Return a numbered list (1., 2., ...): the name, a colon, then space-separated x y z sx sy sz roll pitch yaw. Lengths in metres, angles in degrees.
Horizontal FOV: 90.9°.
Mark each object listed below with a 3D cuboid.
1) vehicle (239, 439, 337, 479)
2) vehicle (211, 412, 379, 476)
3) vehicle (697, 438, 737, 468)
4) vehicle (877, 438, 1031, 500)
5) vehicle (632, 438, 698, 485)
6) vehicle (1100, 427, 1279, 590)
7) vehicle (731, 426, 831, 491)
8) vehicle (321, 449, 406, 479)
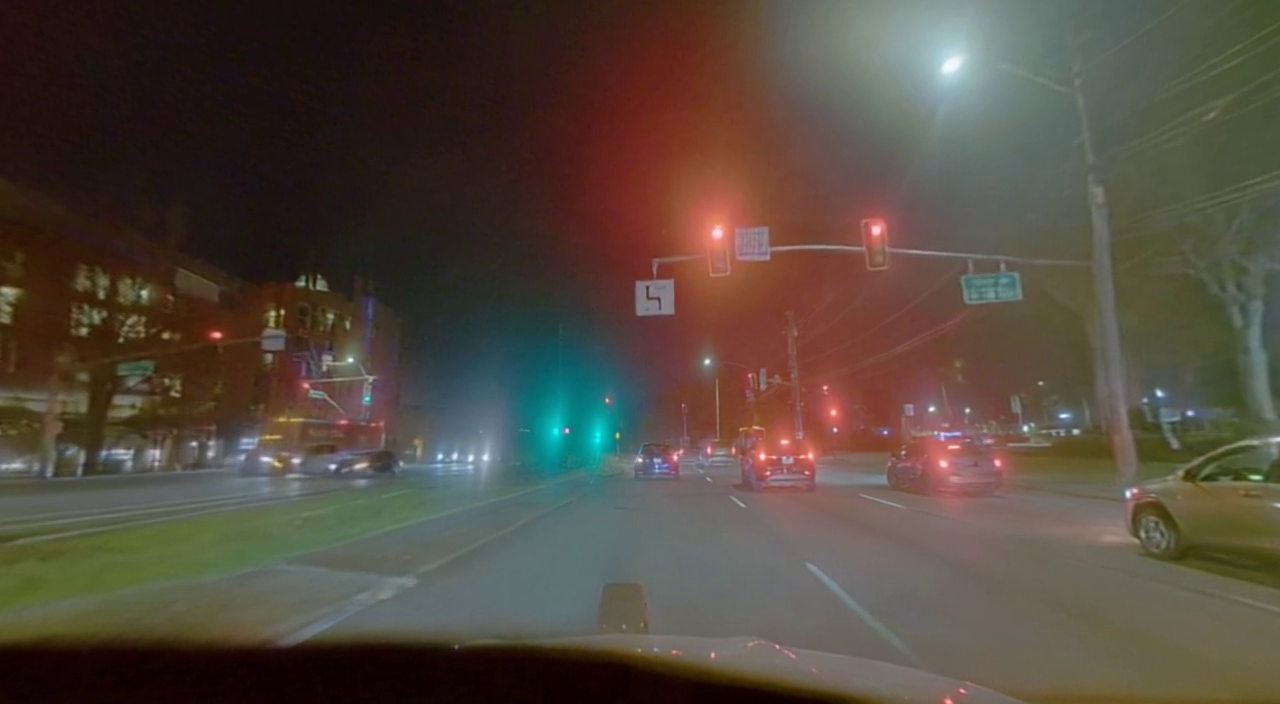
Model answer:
1. vehicle: -16.900 5.143 30.574 2.052 1.770 4.545 0 -8 0
2. vehicle: -20.798 5.801 39.638 3.354 3.314 12.985 0 -8 0
3. vehicle: 4.487 5.977 37.445 1.896 1.612 4.203 0 -8 1
4. vehicle: 8.375 3.134 17.376 1.882 1.463 4.543 0 -8 0
5. vehicle: 0.900 3.942 22.996 2.168 1.527 4.174 0 -8 2
6. vehicle: 6.779 1.415 5.687 1.866 1.471 4.478 0 -8 0
7. vehicle: 4.333 3.376 20.291 2.119 1.810 4.848 0 -8 0
8. vehicle: -13.465 5.472 31.047 1.926 1.303 4.686 0 -8 2
